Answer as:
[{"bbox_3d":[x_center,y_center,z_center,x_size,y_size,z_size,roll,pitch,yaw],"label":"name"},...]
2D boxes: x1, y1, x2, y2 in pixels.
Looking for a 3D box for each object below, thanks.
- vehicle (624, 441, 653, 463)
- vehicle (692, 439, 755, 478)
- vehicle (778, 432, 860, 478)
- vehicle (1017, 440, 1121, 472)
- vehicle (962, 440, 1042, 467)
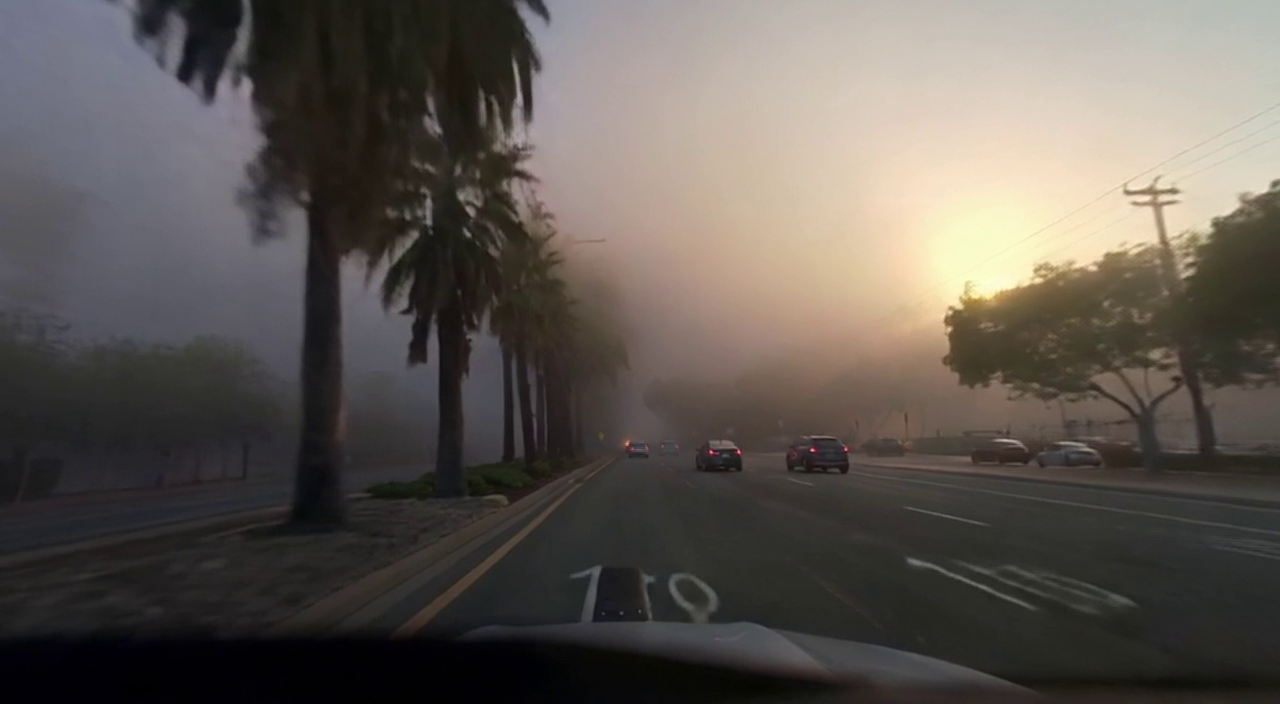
[{"bbox_3d":[-0.131,7.257,45.999,2.031,1.444,4.361,0,-8,-1],"label":"vehicle"},{"bbox_3d":[3.353,4.366,26.231,1.875,1.452,4.453,1,-8,-2],"label":"vehicle"},{"bbox_3d":[6.984,4.047,25.111,1.916,1.646,4.258,0,-8,-1],"label":"vehicle"},{"bbox_3d":[20.972,5.078,31.147,1.852,1.448,4.601,0,-8,-1],"label":"vehicle"},{"bbox_3d":[20.954,5.884,36.793,1.844,1.464,4.546,1,-8,-2],"label":"vehicle"}]
